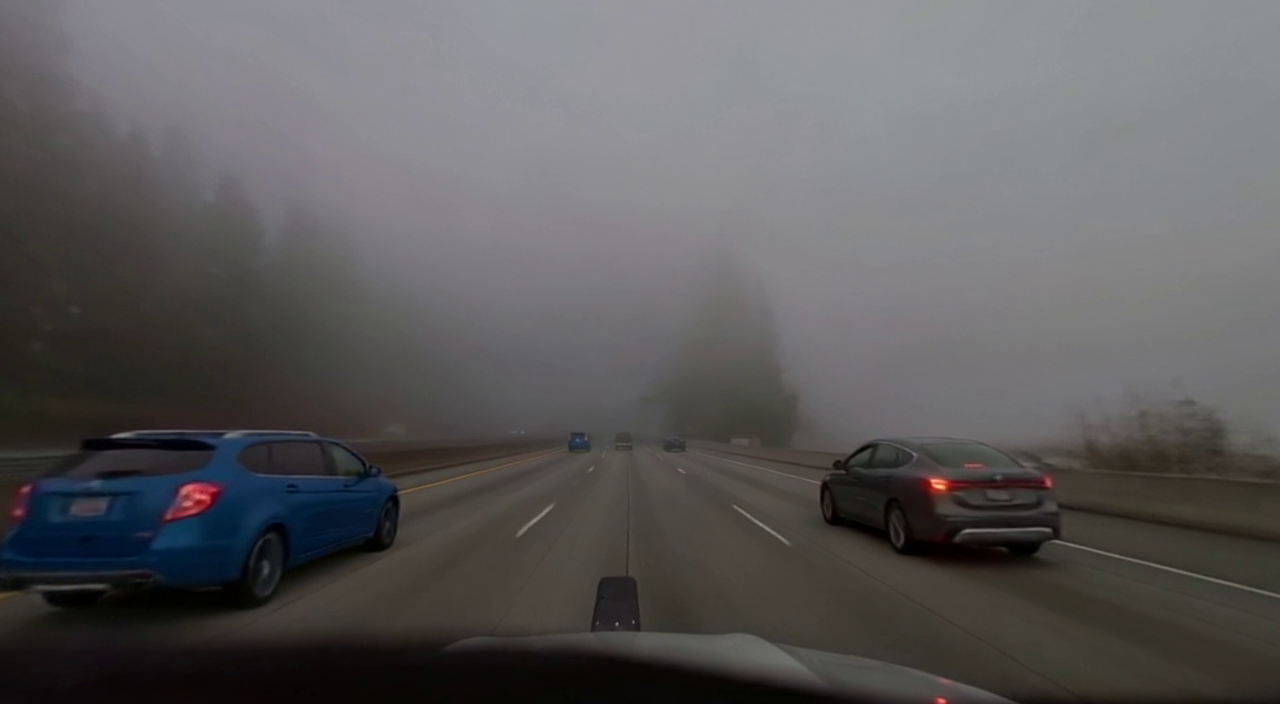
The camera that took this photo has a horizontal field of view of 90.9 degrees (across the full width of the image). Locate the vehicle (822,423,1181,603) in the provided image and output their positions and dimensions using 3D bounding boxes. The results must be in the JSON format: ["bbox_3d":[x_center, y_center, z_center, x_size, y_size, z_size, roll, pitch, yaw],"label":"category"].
[{"bbox_3d":[3.694,1.653,7.416,1.883,1.536,3.792,0,-8,-1],"label":"vehicle"}]

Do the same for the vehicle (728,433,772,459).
[{"bbox_3d":[7.757,6.657,44.853,2.156,1.679,4.492,1,-8,-3],"label":"vehicle"}]

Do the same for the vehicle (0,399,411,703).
[{"bbox_3d":[-3.907,1.316,5.438,2.032,1.535,4.889,0,-8,0],"label":"vehicle"}]

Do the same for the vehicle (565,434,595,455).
[{"bbox_3d":[-4.566,7.070,48.359,1.941,1.529,4.111,0,-8,-1],"label":"vehicle"}]
